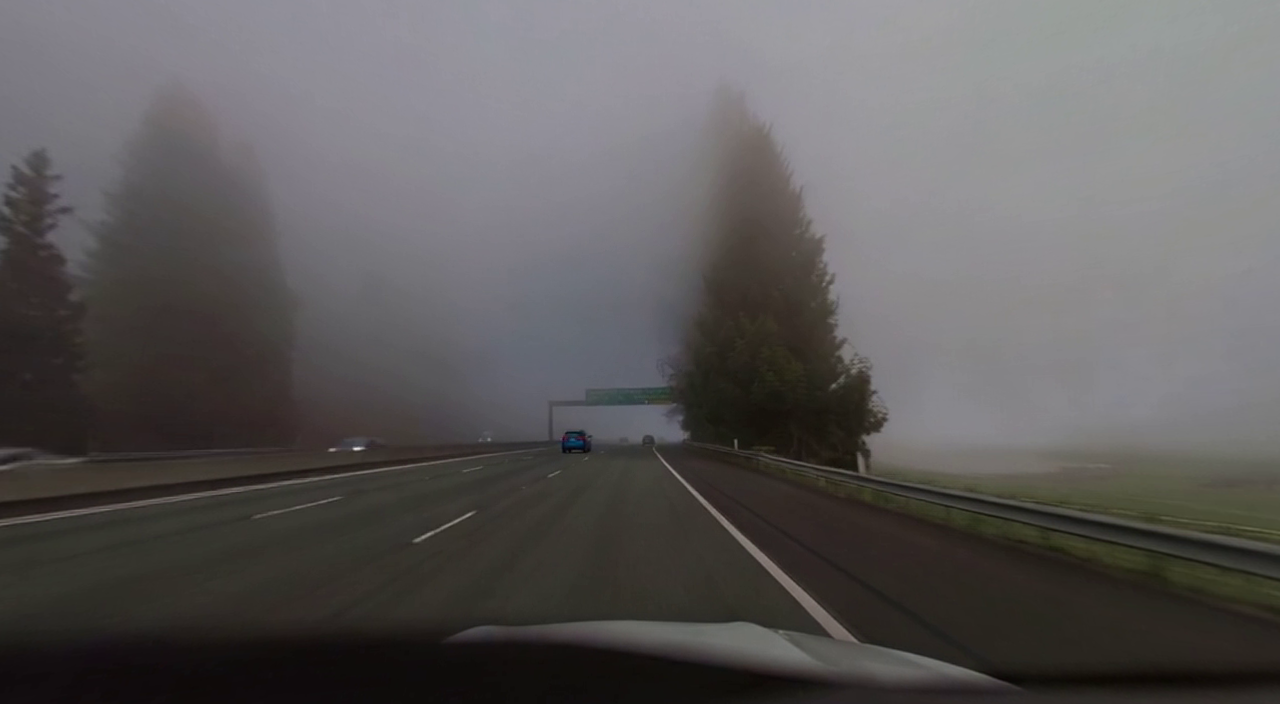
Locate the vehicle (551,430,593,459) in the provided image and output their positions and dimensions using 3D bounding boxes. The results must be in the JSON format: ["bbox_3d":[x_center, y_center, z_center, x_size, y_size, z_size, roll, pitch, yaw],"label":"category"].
[{"bbox_3d":[-4.086,5.645,38.648,2.052,1.626,4.514,0,-8,1],"label":"vehicle"}]

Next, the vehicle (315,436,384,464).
[{"bbox_3d":[-16.587,5.608,36.222,1.863,1.482,4.336,0,-7,0],"label":"vehicle"}]
